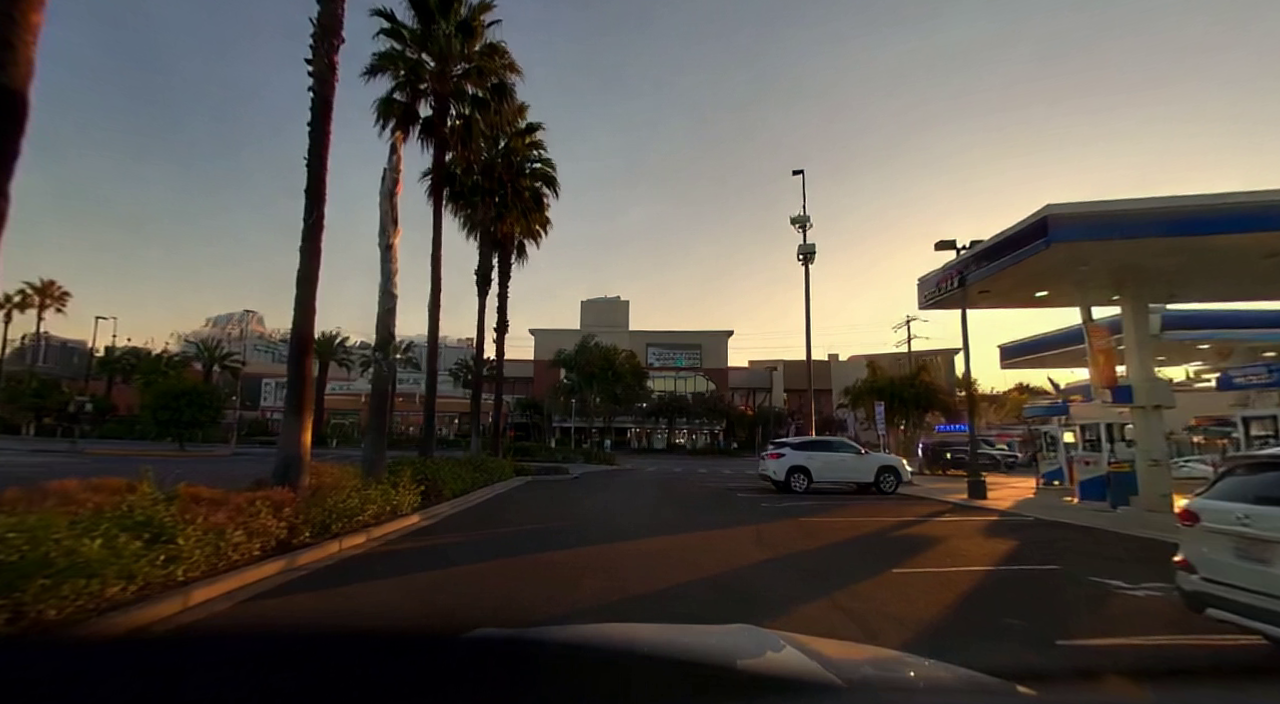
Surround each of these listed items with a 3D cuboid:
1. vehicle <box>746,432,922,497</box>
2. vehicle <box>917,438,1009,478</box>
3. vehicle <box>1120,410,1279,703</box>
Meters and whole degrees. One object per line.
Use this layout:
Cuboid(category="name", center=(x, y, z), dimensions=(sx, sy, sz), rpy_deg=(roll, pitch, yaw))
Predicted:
Cuboid(category="vehicle", center=(5.701, 3.338, 19.038), dimensions=(4.560, 1.818, 2.148), rpy_deg=(0, -8, -2))
Cuboid(category="vehicle", center=(16.316, 5.347, 32.223), dimensions=(2.028, 1.850, 4.731), rpy_deg=(0, -8, -2))
Cuboid(category="vehicle", center=(5.297, 1.108, 3.492), dimensions=(3.813, 1.541, 1.723), rpy_deg=(0, -8, 0))
